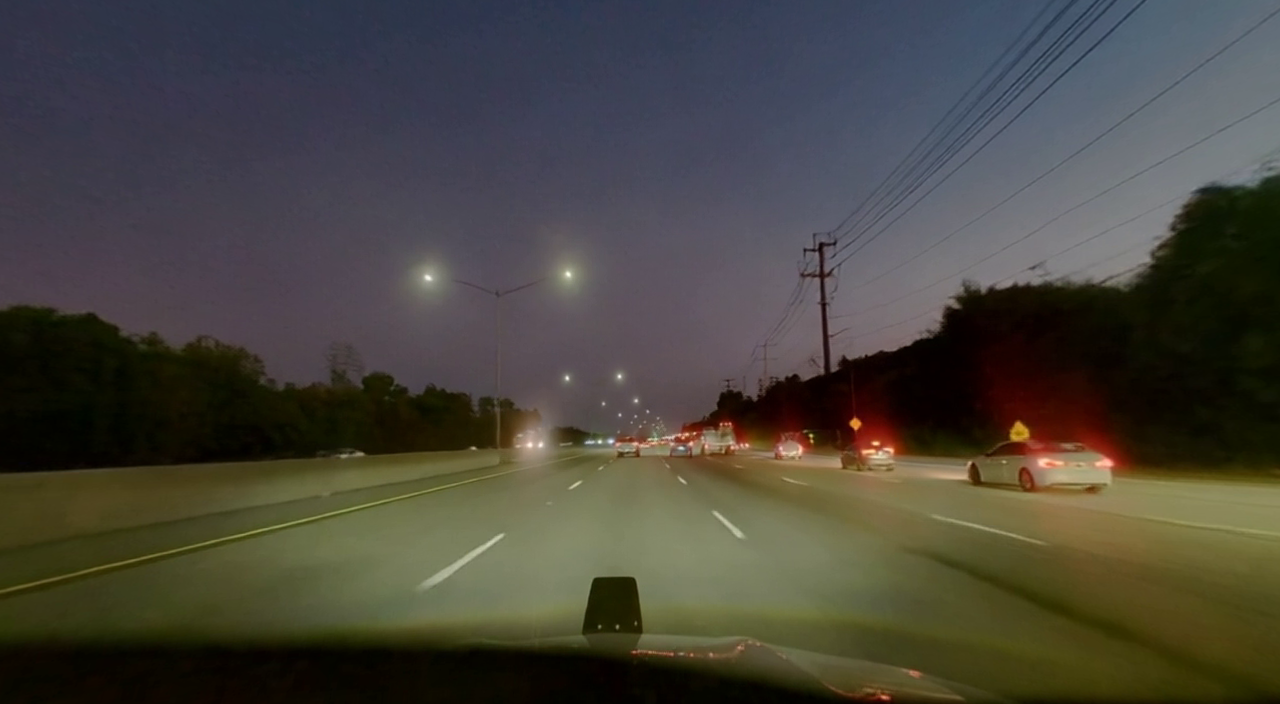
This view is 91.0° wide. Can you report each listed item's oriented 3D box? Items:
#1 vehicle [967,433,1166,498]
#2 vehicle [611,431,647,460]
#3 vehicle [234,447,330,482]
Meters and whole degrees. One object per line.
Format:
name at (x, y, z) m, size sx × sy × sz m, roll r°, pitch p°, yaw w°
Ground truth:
vehicle at (11.053, 2.958, 16.863) m, size 2.076 × 1.470 × 4.644 m, roll 0°, pitch -8°, yaw 0°
vehicle at (-0.735, 6.973, 46.970) m, size 2.508 × 2.023 × 6.176 m, roll 0°, pitch -8°, yaw 0°
vehicle at (-17.357, 5.458, 30.853) m, size 1.940 × 1.486 × 4.710 m, roll 0°, pitch -8°, yaw 0°
